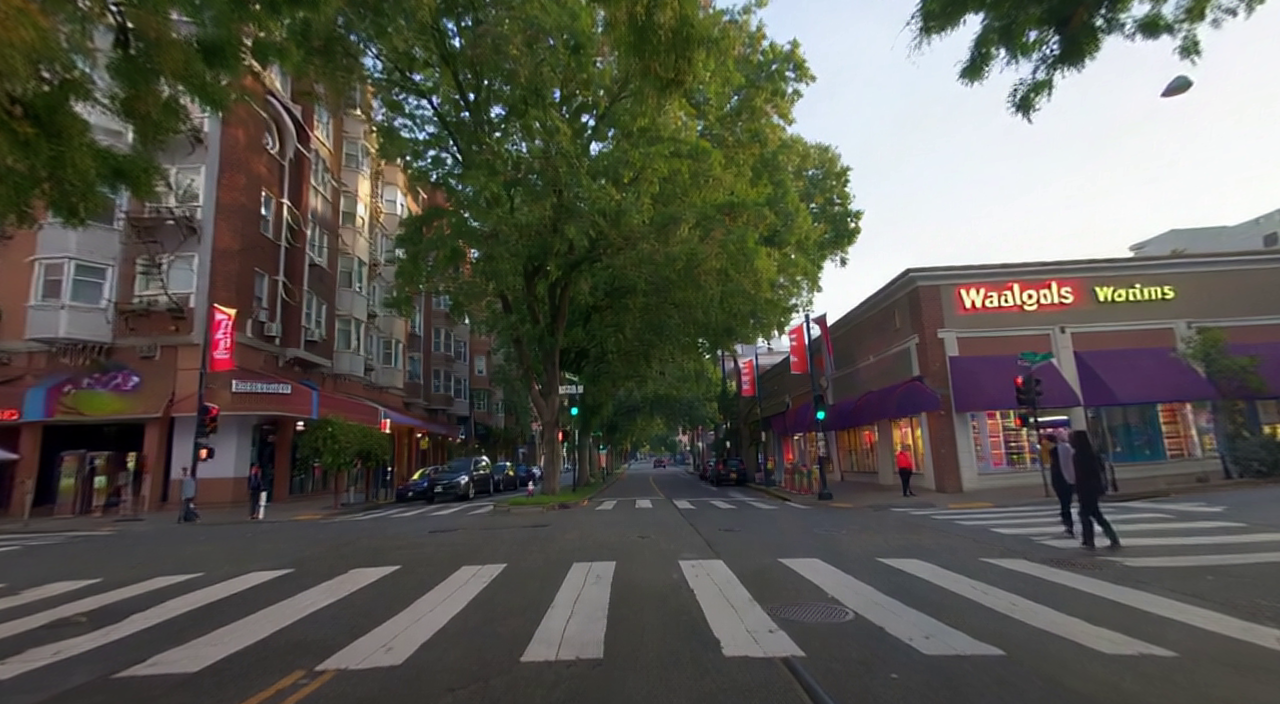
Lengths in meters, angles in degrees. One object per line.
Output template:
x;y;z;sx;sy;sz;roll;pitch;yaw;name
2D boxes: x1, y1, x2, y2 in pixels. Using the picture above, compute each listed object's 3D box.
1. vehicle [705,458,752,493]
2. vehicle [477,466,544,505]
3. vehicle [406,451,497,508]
5.187;7.275;37.623;2.010;1.844;4.386;0;-8;-2;vehicle
-5.743;5.943;28.512;1.983;1.438;4.559;0;-8;1;vehicle
-8.809;5.967;30.211;2.489;2.323;5.843;0;-8;0;vehicle
